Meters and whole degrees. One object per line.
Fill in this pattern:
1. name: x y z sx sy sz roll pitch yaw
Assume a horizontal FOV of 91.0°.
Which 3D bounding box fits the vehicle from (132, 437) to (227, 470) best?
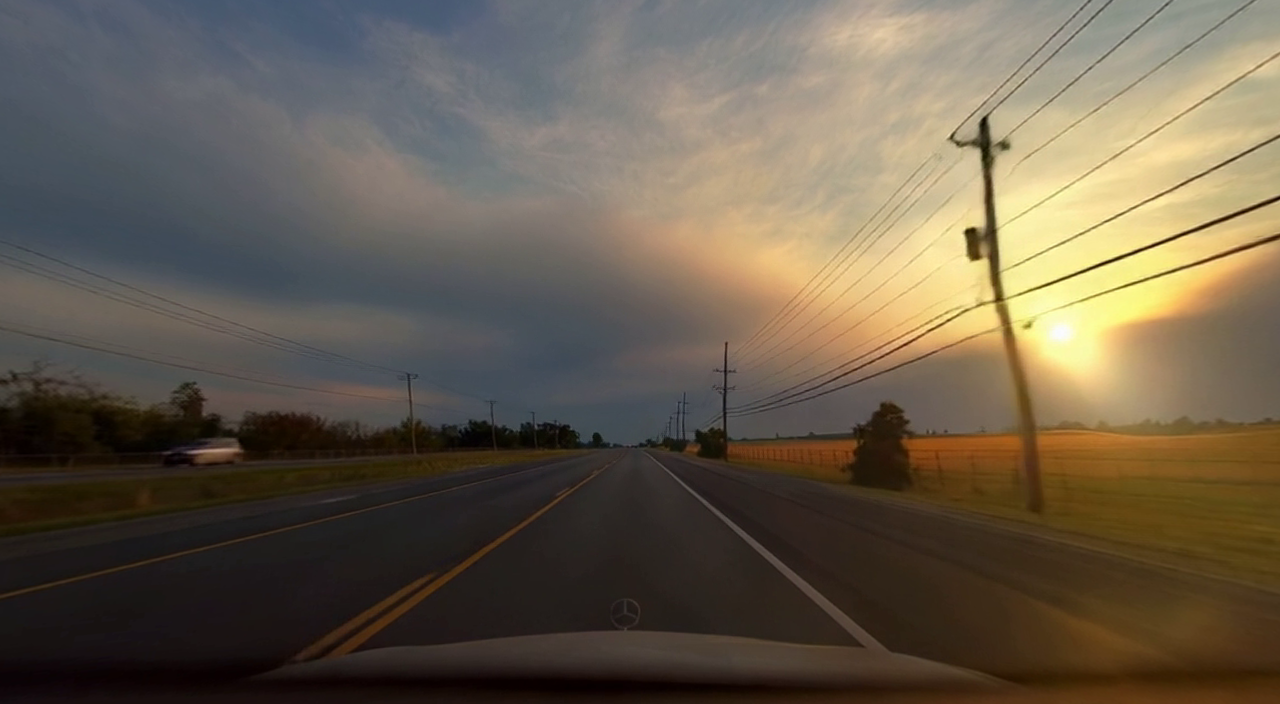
1. vehicle: -25.139 5.565 34.617 1.895 1.642 4.415 0 -9 0
